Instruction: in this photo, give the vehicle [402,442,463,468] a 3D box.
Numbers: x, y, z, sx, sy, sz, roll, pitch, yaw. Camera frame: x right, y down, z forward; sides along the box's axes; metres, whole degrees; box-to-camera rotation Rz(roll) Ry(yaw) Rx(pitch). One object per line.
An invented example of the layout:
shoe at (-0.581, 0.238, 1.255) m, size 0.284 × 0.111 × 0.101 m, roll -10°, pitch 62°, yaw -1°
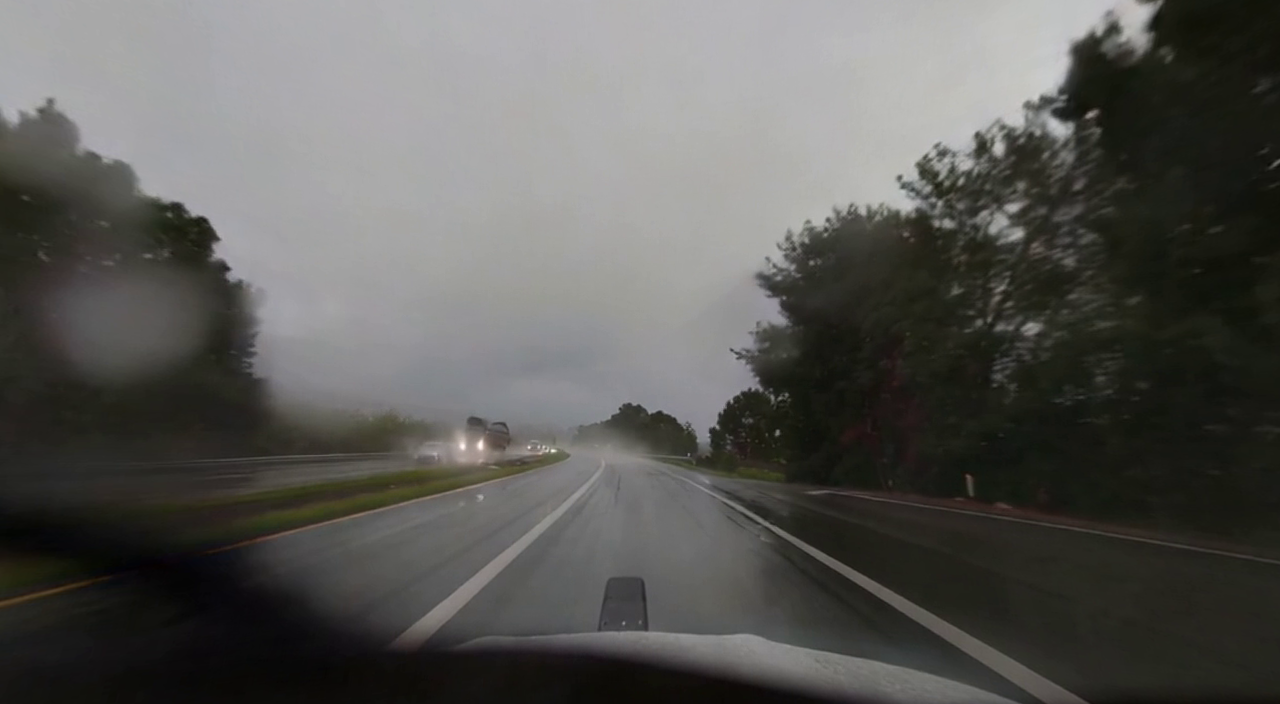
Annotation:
vehicle at (-12.999, 6.475, 39.714) m, size 2.540 × 1.509 × 4.188 m, roll 0°, pitch -9°, yaw -2°
